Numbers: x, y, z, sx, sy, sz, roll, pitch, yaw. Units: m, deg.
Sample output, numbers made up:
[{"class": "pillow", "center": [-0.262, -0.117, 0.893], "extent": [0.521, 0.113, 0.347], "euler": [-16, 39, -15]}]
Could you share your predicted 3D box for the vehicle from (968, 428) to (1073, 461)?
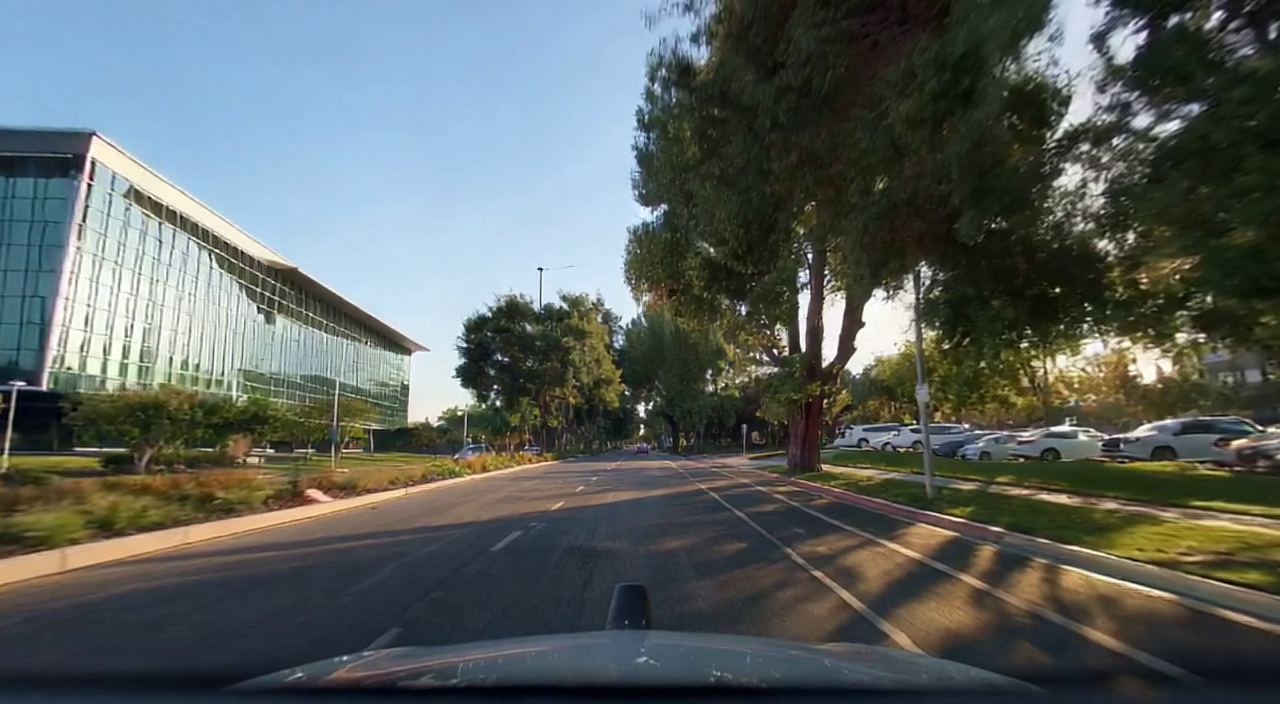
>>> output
[{"class": "vehicle", "center": [16.431, 4.014, 27.315], "extent": [3.410, 1.368, 1.789], "euler": [0, -9, -4]}]

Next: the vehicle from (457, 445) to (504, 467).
[{"class": "vehicle", "center": [-11.776, 7.702, 46.844], "extent": [2.128, 1.514, 4.784], "euler": [-1, -8, 2]}]

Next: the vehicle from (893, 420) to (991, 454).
[{"class": "vehicle", "center": [15.387, 4.336, 32.257], "extent": [3.935, 1.487, 2.018], "euler": [-2, -7, -2]}]

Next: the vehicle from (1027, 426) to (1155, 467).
[{"class": "vehicle", "center": [16.235, 3.377, 22.822], "extent": [3.313, 1.368, 1.690], "euler": [0, -7, 2]}]

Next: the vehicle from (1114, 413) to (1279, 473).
[{"class": "vehicle", "center": [15.926, 2.565, 17.994], "extent": [3.322, 1.389, 1.731], "euler": [-4, -5, -2]}]
